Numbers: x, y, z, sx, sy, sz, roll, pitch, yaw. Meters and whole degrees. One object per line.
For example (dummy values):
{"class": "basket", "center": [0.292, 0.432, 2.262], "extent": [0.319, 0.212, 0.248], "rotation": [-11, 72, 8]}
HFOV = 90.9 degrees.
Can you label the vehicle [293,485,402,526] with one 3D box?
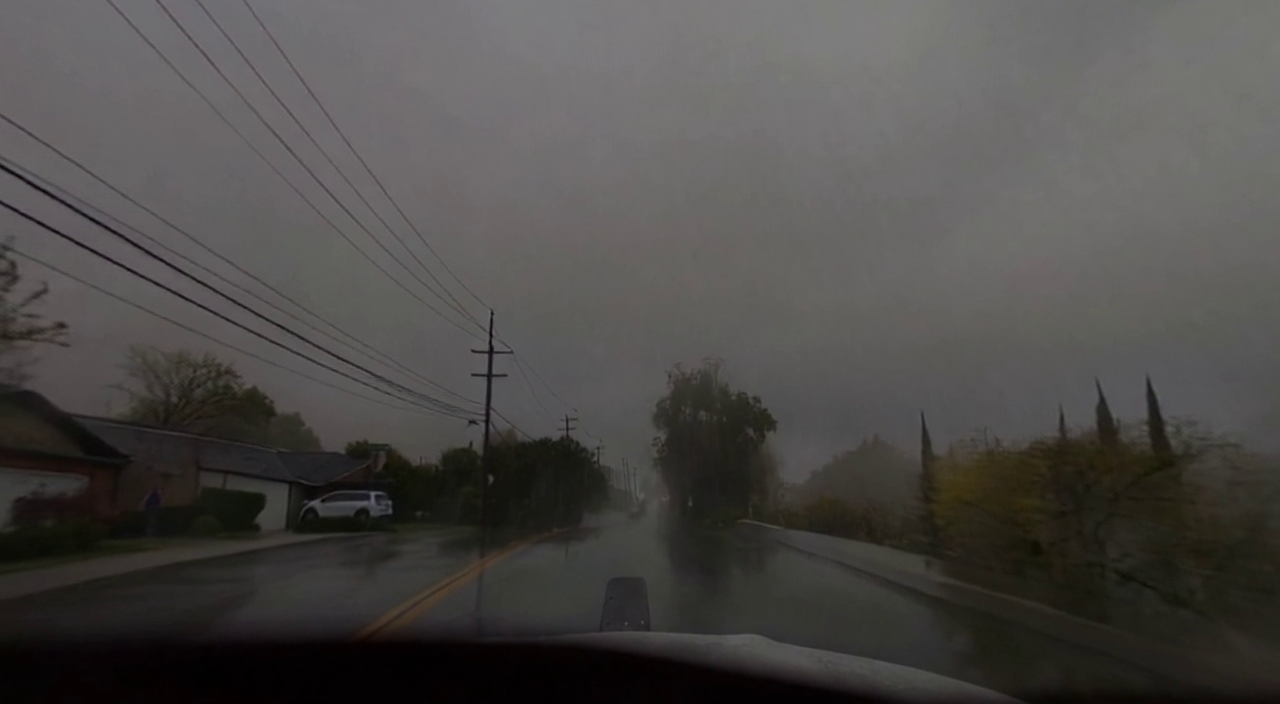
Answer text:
{"class": "vehicle", "center": [-16.638, 8.773, 36.430], "extent": [2.301, 2.081, 6.706], "rotation": [-3, -12, 8]}
